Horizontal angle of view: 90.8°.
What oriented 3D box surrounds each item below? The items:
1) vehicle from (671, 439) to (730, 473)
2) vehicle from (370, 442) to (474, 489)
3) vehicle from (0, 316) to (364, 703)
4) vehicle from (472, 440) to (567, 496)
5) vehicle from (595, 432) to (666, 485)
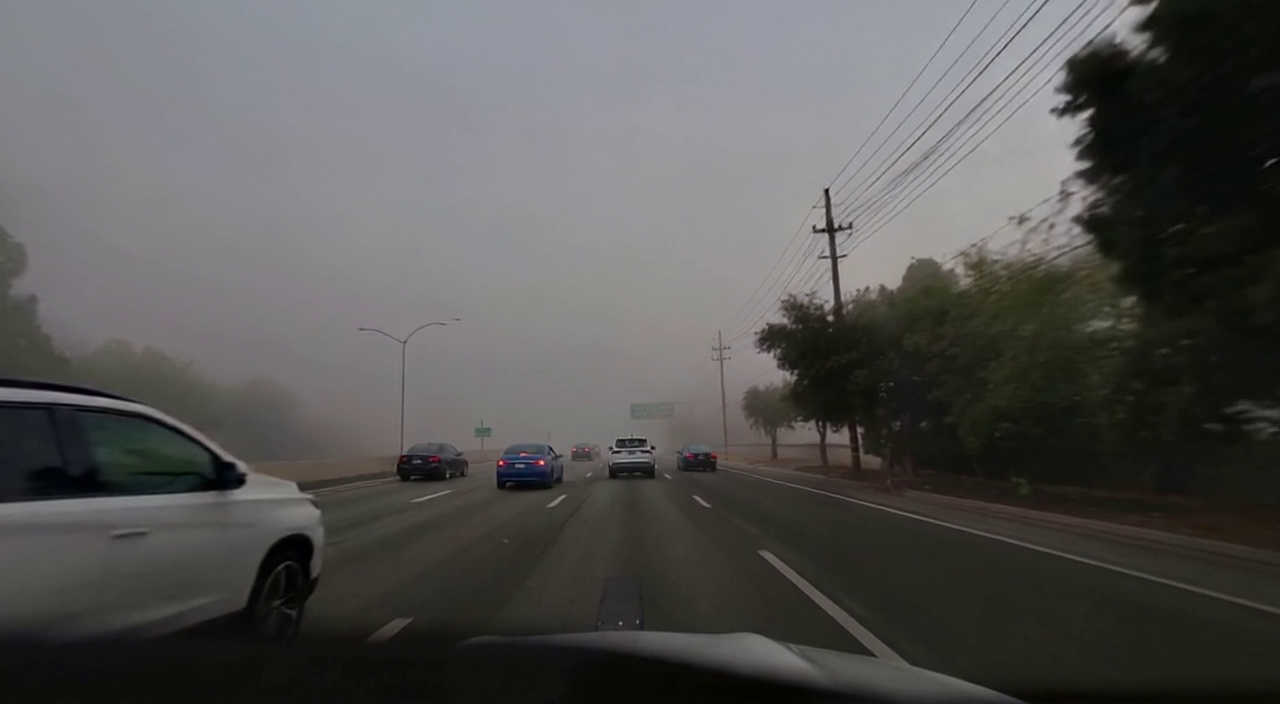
[{"bbox_3d":[2.818,4.985,30.512,2.197,1.464,4.356,0,-8,-3],"label":"vehicle"},{"bbox_3d":[-7.311,3.822,21.764,1.959,1.435,4.719,0,-8,-1],"label":"vehicle"},{"bbox_3d":[-3.243,0.810,2.424,2.277,1.728,4.661,0,-8,0],"label":"vehicle"},{"bbox_3d":[-3.413,3.356,18.789,1.958,1.447,4.454,0,-8,0],"label":"vehicle"},{"bbox_3d":[-0.357,3.746,22.518,2.284,1.699,4.168,0,-8,-1],"label":"vehicle"}]
